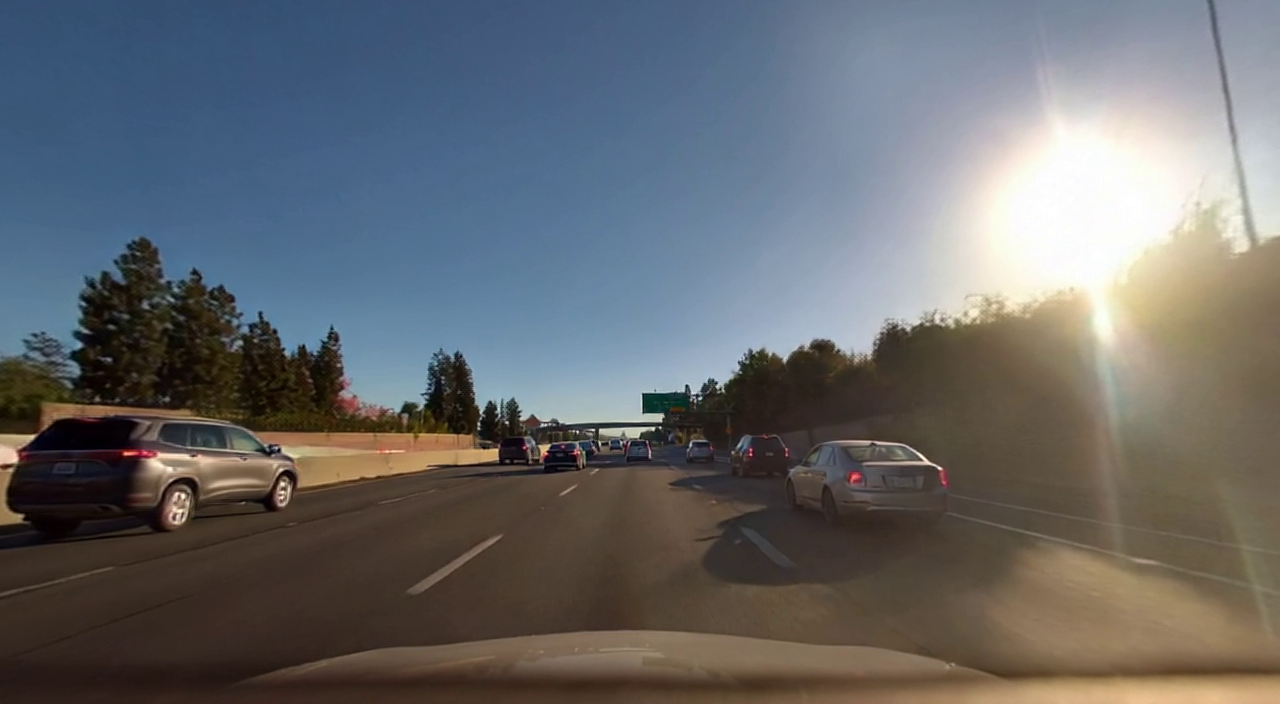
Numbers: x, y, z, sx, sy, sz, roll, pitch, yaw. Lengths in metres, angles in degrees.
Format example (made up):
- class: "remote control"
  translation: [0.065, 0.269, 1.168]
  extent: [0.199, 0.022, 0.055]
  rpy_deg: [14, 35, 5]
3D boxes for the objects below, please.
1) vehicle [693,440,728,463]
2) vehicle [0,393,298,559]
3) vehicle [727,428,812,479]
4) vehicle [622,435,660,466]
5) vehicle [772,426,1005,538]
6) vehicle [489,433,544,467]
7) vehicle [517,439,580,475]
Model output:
- class: "vehicle"
  translation: [4.847, 6.917, 43.818]
  extent: [1.944, 1.465, 4.245]
  rpy_deg: [0, -9, 0]
- class: "vehicle"
  translation: [-7.484, 1.740, 9.414]
  extent: [2.142, 1.849, 4.566]
  rpy_deg: [0, -9, 0]
- class: "vehicle"
  translation: [4.876, 3.908, 24.372]
  extent: [2.335, 1.759, 4.297]
  rpy_deg: [0, -9, 0]
- class: "vehicle"
  translation: [0.037, 5.872, 37.638]
  extent: [2.158, 1.706, 4.219]
  rpy_deg: [0, -9, -1]
- class: "vehicle"
  translation: [3.841, 2.109, 10.841]
  extent: [2.141, 1.507, 4.510]
  rpy_deg: [0, -9, 0]
- class: "vehicle"
  translation: [-6.887, 5.522, 35.563]
  extent: [2.111, 1.811, 4.391]
  rpy_deg: [0, -9, 1]
- class: "vehicle"
  translation: [-3.944, 4.613, 27.876]
  extent: [2.071, 1.478, 4.130]
  rpy_deg: [0, -9, 1]
